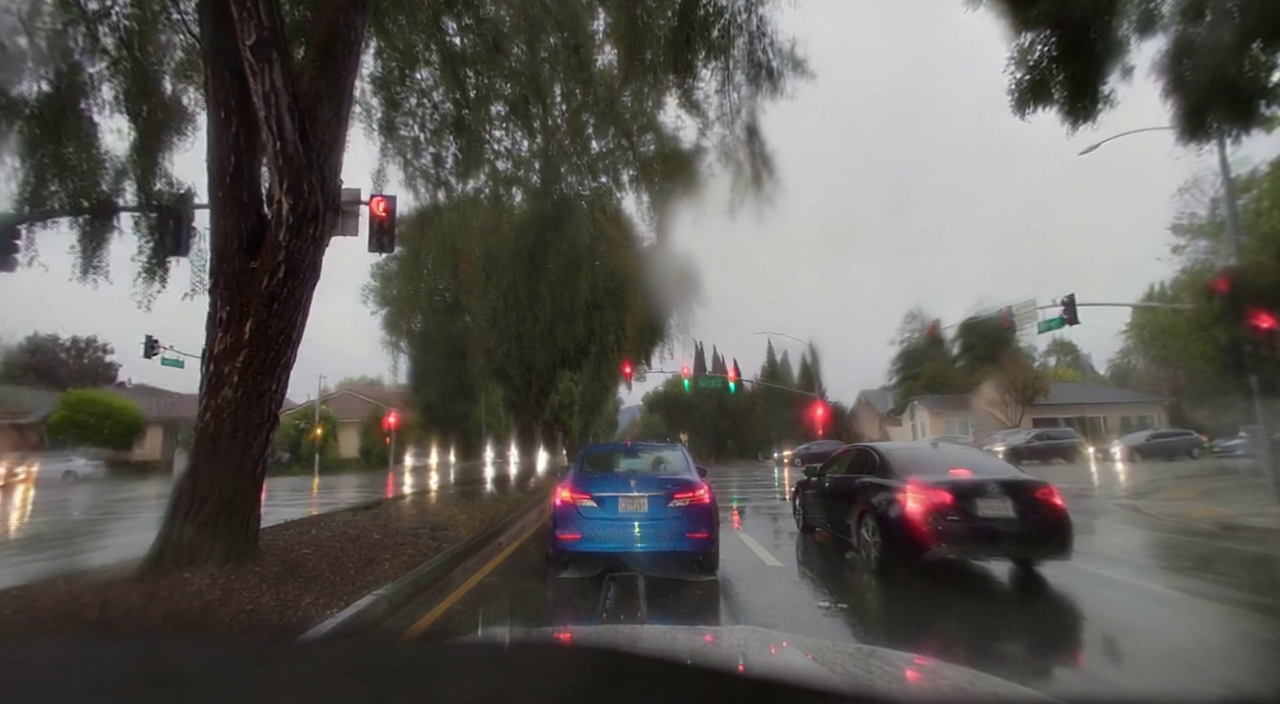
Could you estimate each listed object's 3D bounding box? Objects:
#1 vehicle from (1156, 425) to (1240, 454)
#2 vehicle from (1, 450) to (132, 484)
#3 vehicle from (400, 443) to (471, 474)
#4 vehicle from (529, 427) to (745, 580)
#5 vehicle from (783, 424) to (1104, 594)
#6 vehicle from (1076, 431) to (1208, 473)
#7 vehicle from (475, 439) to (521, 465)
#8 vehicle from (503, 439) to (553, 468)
[{"bbox_3d":[41.733,6.583,47.343,4.388,2.079,1.960,0,-8,-2],"label":"vehicle"},{"bbox_3d":[-28.126,5.615,31.072,4.538,1.591,1.949,0,-8,1],"label":"vehicle"},{"bbox_3d":[-11.214,5.853,35.031,2.102,1.531,5.072,0,-8,1],"label":"vehicle"},{"bbox_3d":[-0.050,1.784,8.254,2.103,1.478,4.073,0,-8,-1],"label":"vehicle"},{"bbox_3d":[3.189,1.714,7.772,1.913,1.505,4.097,0,-8,0],"label":"vehicle"},{"bbox_3d":[23.998,4.783,30.311,4.520,1.762,2.005,-2,-8,-1],"label":"vehicle"},{"bbox_3d":[-10.916,7.745,49.100,2.376,1.916,4.899,0,-8,1],"label":"vehicle"},{"bbox_3d":[-7.439,6.797,42.453,2.383,1.779,4.973,0,-8,1],"label":"vehicle"}]
